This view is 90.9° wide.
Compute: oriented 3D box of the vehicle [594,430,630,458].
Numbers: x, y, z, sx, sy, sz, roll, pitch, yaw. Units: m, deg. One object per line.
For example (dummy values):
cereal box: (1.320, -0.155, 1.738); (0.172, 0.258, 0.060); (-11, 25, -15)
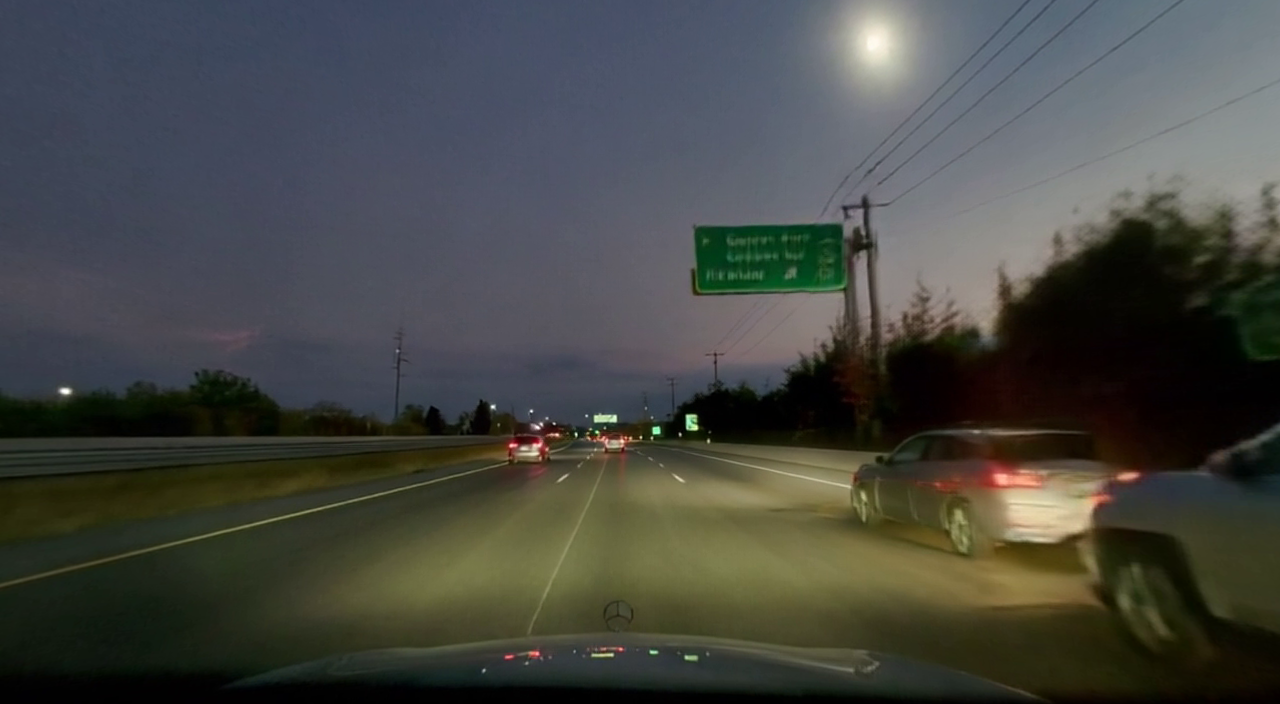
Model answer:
vehicle: (-1.714, 5.796, 39.791); (2.159, 1.690, 3.720); (0, -7, -2)

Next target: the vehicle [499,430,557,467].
vehicle: (-5.132, 4.484, 29.456); (2.100, 1.590, 4.077); (0, -7, -2)

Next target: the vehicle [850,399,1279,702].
vehicle: (3.808, 1.347, 5.736); (2.033, 1.576, 4.691); (0, -7, -2)

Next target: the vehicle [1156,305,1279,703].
vehicle: (4.019, 0.608, 1.911); (1.976, 1.905, 3.263); (0, -7, -3)
